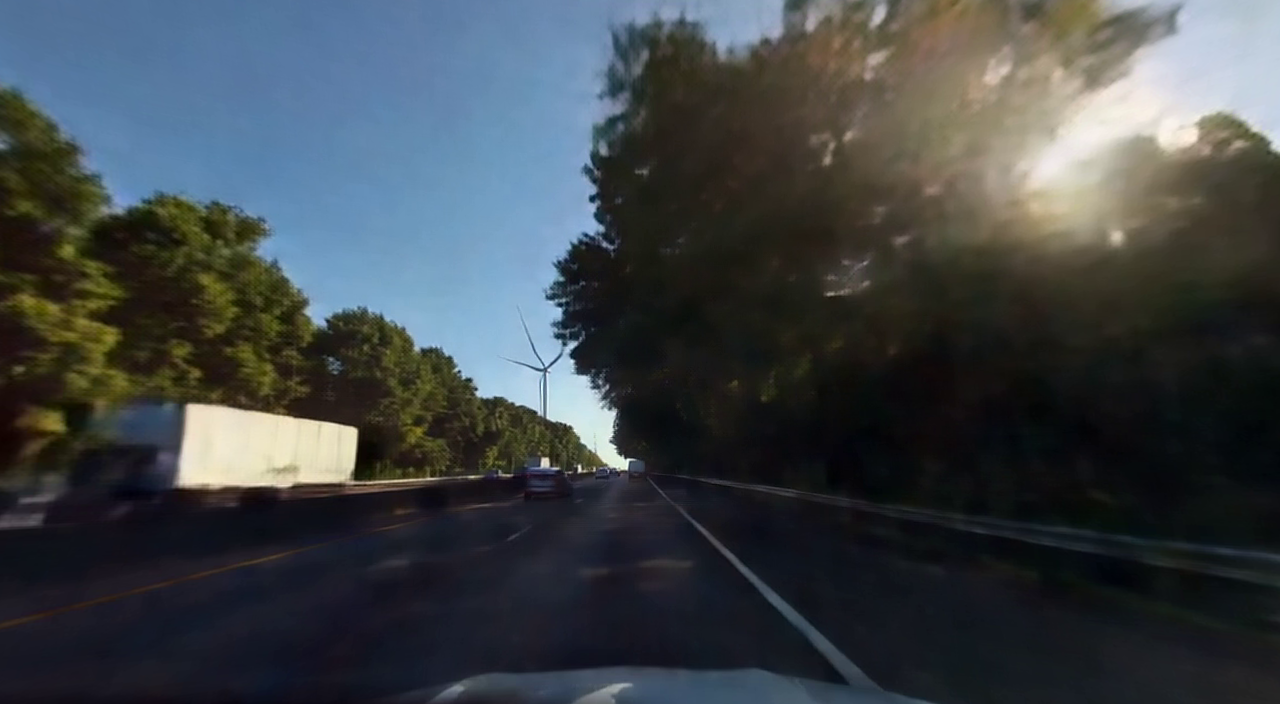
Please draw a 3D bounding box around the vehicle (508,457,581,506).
[{"bbox_3d":[-3.667,5.106,25.064,2.124,1.705,4.440,1,-11,1],"label":"vehicle"}]

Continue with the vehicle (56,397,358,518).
[{"bbox_3d":[-16.123,4.426,25.809,2.973,3.602,13.198,1,-11,0],"label":"vehicle"}]
